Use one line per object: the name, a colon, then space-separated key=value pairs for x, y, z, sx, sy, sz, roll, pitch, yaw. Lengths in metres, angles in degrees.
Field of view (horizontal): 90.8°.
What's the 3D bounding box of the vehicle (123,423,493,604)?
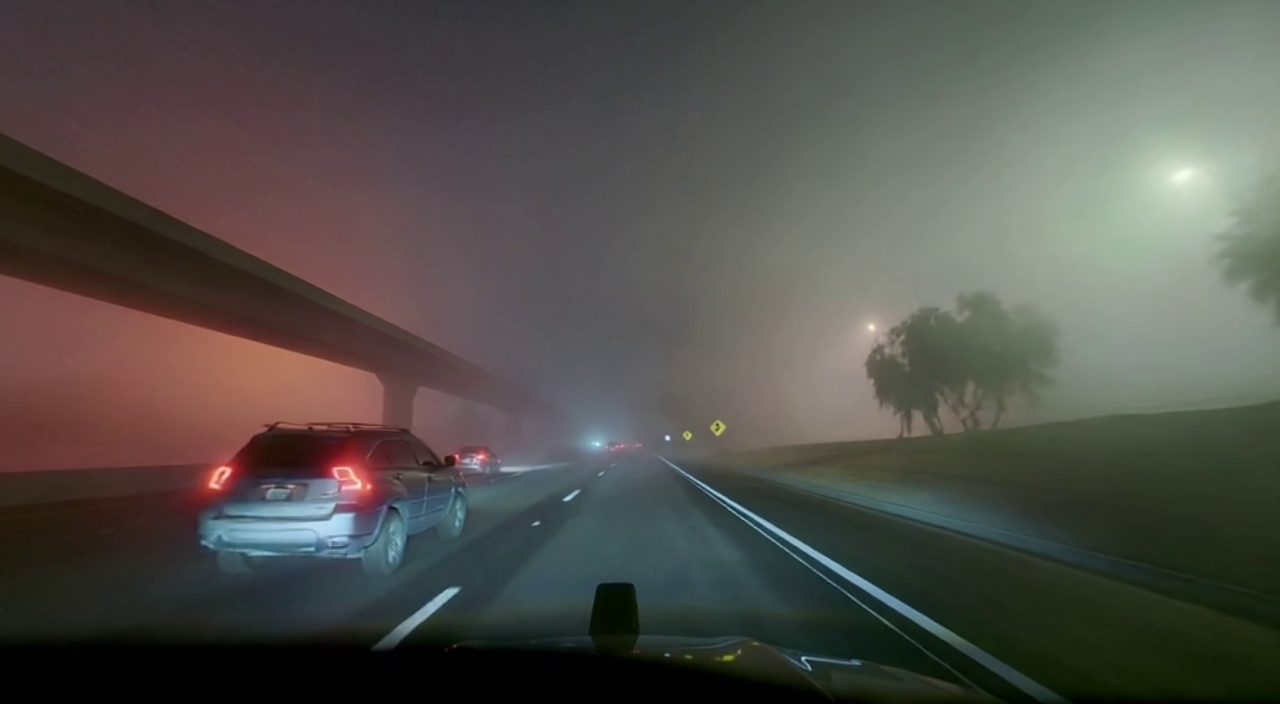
vehicle: x=-3.340 y=1.713 z=7.714 sx=1.978 sy=1.499 sz=4.695 roll=0 pitch=-8 yaw=0
